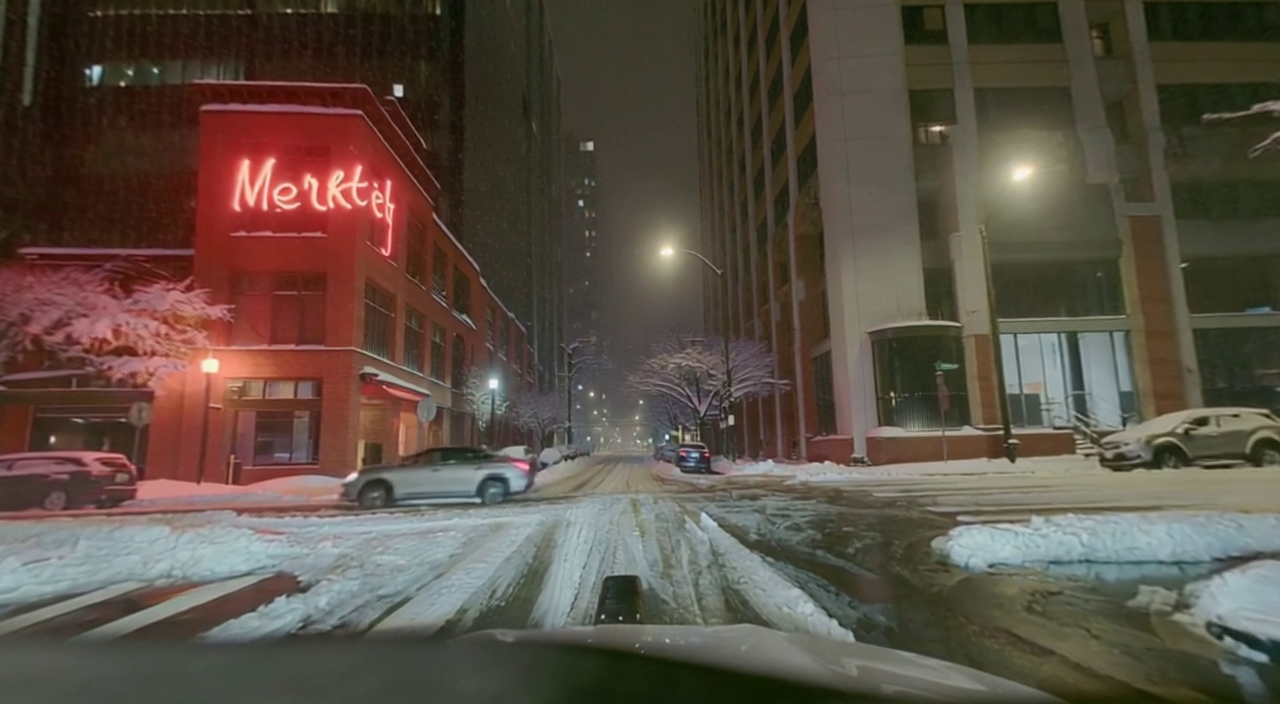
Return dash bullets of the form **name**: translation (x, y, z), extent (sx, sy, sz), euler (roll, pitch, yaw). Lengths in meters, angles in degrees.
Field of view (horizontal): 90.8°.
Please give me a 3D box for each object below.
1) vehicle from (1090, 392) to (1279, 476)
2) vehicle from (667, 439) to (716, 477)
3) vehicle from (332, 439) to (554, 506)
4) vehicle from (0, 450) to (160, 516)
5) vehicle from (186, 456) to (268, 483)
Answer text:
- **vehicle**: translation (18.545, 2.722, 20.911), extent (5.384, 2.586, 2.358), euler (0, -9, -1)
- **vehicle**: translation (2.440, 5.154, 30.923), extent (1.917, 1.680, 4.500), euler (0, -9, -1)
- **vehicle**: translation (-4.597, 2.908, 15.552), extent (4.877, 1.482, 2.041), euler (1, -9, -7)
- **vehicle**: translation (-16.147, 3.486, 17.076), extent (4.558, 1.635, 2.008), euler (1, -9, -6)
- **vehicle**: translation (-24.242, 6.891, 37.173), extent (3.618, 1.412, 1.587), euler (-1, -9, -7)
